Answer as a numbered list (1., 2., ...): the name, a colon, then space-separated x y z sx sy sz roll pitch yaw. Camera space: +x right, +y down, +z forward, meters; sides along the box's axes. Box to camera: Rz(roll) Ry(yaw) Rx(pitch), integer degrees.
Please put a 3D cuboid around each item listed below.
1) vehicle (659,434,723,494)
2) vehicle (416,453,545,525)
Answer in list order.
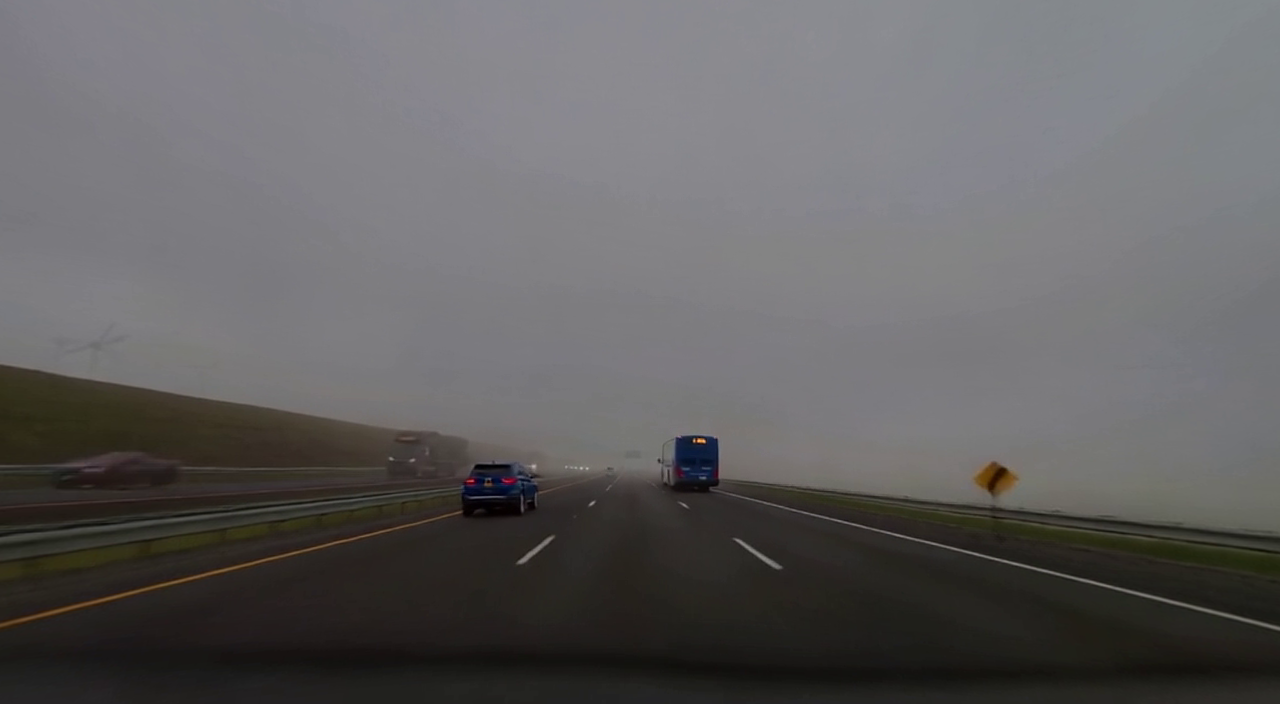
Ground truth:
1. vehicle: 3.361 8.214 45.895 2.941 3.574 14.463 1 -11 -2
2. vehicle: -3.950 3.516 16.482 2.213 1.568 4.274 1 -11 0
